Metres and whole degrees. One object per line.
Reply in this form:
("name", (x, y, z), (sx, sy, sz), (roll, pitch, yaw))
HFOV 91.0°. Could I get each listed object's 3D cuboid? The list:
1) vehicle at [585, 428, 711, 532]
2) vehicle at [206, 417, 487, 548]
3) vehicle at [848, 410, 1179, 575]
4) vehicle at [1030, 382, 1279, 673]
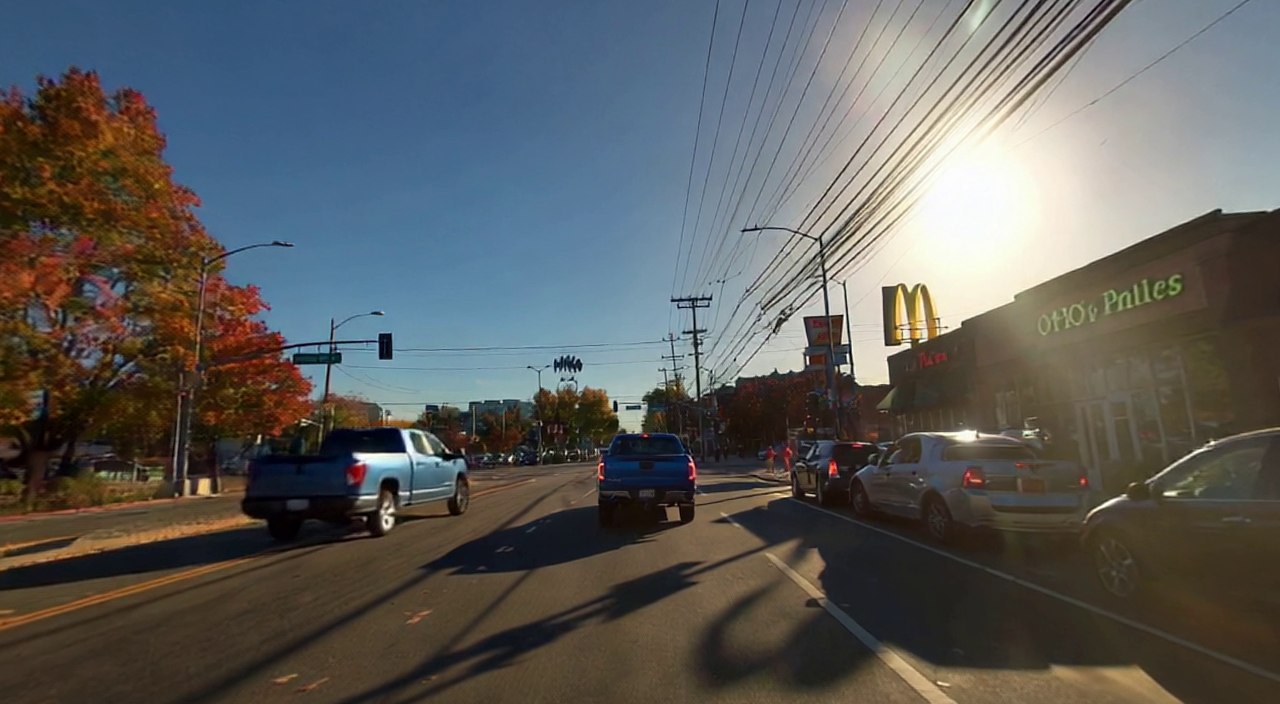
("vehicle", (0.165, 2.479, 12.822), (2.089, 1.699, 4.650), (0, -9, 1))
("vehicle", (-4.705, 2.181, 11.293), (2.140, 1.768, 5.092), (-1, -9, 6))
("vehicle", (4.930, 1.912, 9.431), (2.007, 1.786, 4.870), (0, -9, 1))
("vehicle", (4.911, 1.085, 3.922), (2.014, 1.755, 4.520), (0, -9, 0))
